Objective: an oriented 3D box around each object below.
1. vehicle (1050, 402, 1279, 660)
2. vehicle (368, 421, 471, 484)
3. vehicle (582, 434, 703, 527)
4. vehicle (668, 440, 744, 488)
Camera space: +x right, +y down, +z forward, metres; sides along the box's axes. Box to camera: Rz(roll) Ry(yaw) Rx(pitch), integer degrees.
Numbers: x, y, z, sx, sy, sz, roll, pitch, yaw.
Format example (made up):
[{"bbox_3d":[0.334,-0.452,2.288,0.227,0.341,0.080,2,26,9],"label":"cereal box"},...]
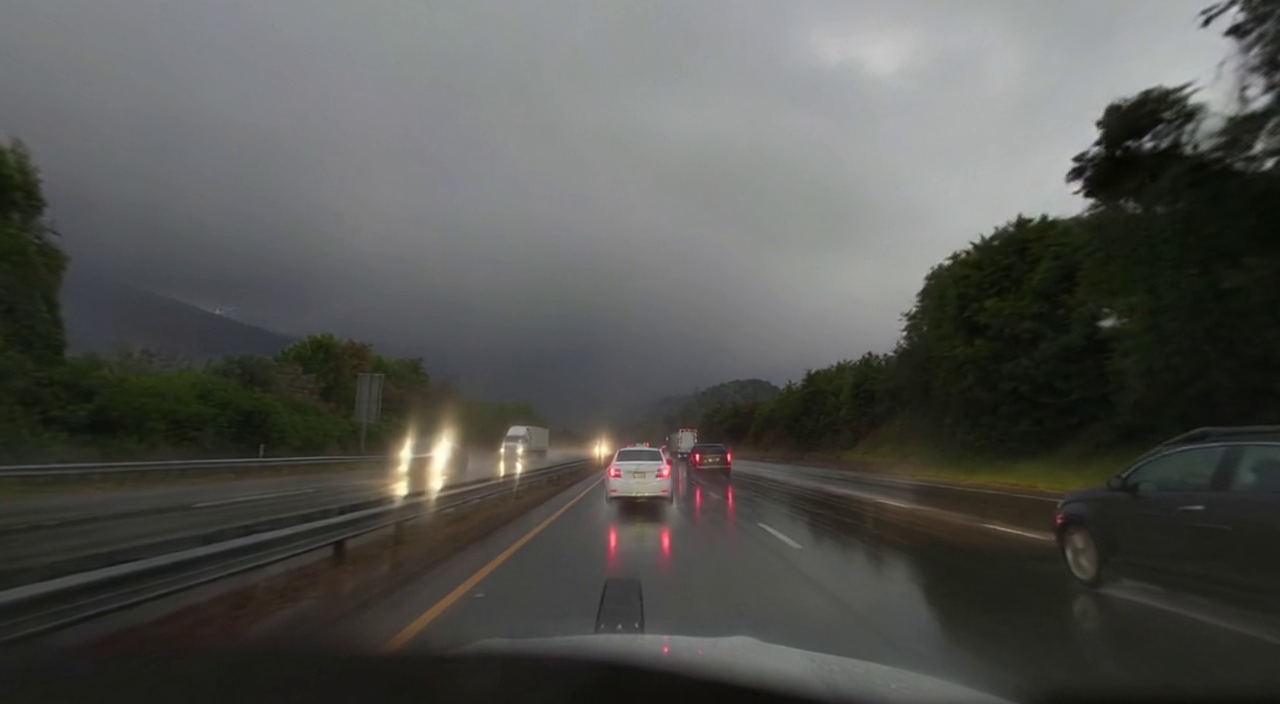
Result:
[{"bbox_3d":[4.766,1.058,3.720,1.931,1.516,3.995,0,-9,0],"label":"vehicle"},{"bbox_3d":[-9.465,4.400,27.652,2.512,2.475,5.406,0,-9,0],"label":"vehicle"},{"bbox_3d":[0.014,2.514,12.771,2.088,1.580,3.657,0,-9,-1],"label":"vehicle"},{"bbox_3d":[2.305,4.065,23.139,1.999,1.596,3.990,0,-9,-5],"label":"vehicle"}]
